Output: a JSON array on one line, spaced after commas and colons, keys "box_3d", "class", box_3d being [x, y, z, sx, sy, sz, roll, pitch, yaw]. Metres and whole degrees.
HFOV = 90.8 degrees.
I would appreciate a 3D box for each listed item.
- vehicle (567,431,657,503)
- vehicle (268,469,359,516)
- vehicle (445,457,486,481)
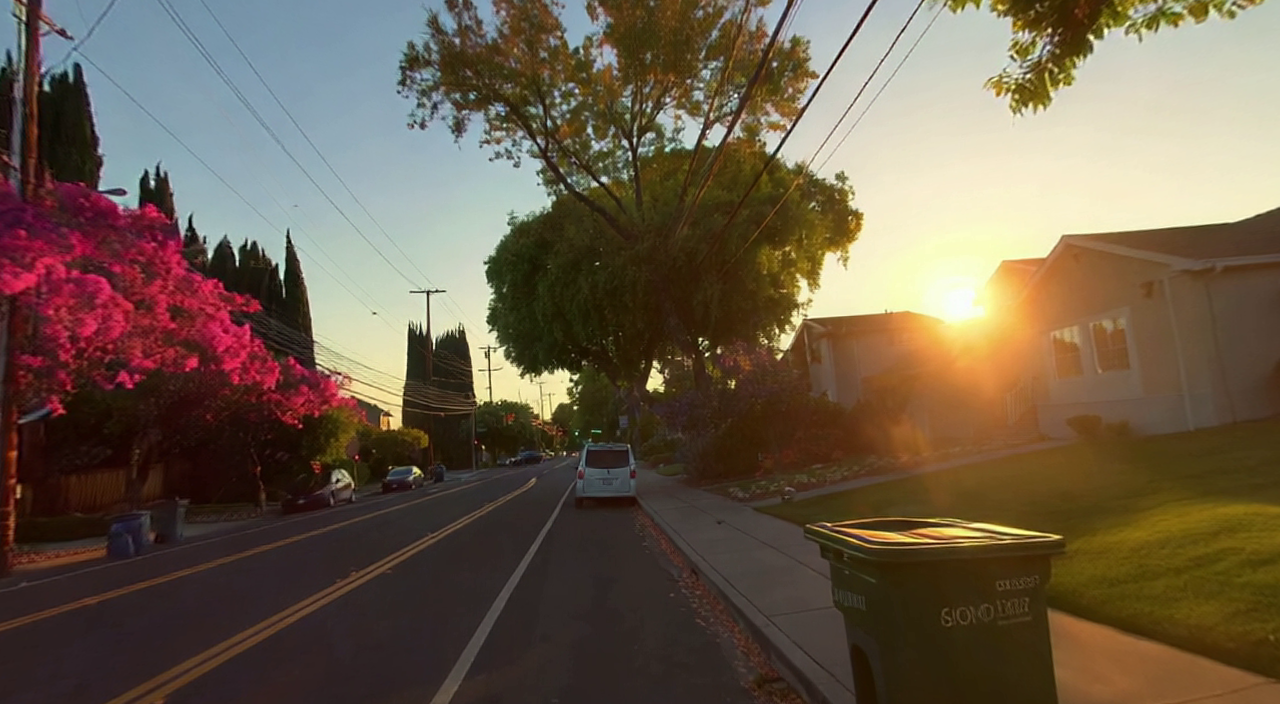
[{"box_3d": [-0.829, 3.079, 17.389, 2.190, 1.708, 4.115, 0, -8, -4], "class": "vehicle"}, {"box_3d": [-13.777, 5.916, 26.991, 1.982, 1.660, 4.142, 1, -8, -6], "class": "vehicle"}, {"box_3d": [-13.771, 9.113, 49.634, 2.218, 1.679, 4.723, 4, -9, -25], "class": "vehicle"}]
